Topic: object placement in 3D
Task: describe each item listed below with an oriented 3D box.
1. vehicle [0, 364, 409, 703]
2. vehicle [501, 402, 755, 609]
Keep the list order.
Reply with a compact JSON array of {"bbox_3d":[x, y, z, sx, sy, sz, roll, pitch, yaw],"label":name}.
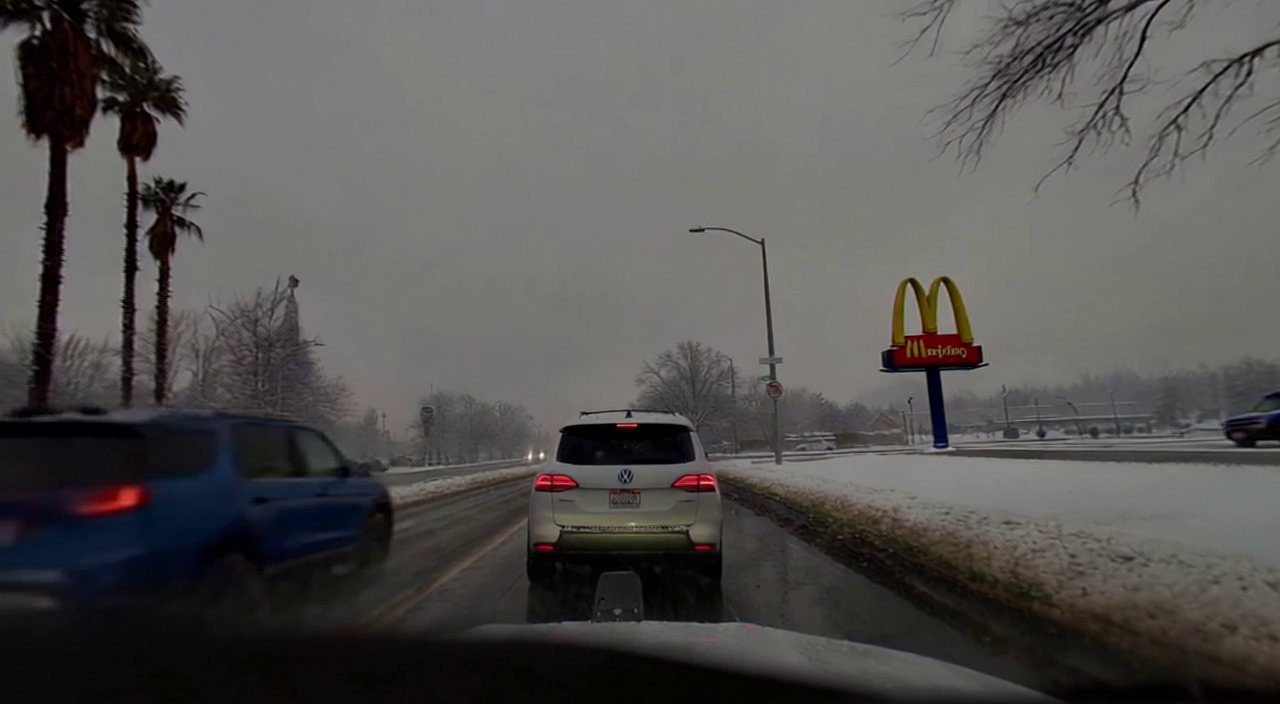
[{"bbox_3d":[-3.962,1.284,5.485,2.181,1.771,4.567,0,-9,0],"label":"vehicle"},{"bbox_3d":[-0.144,1.594,7.378,2.137,1.728,3.926,0,-9,-1],"label":"vehicle"}]
